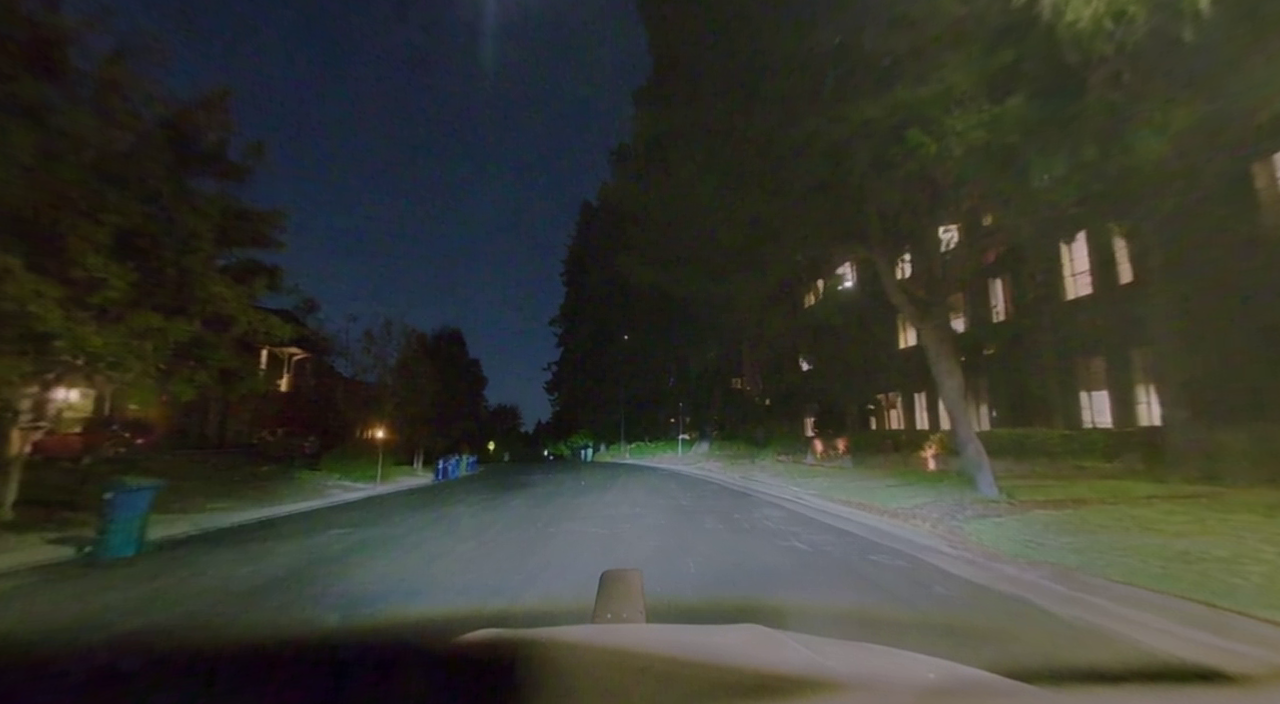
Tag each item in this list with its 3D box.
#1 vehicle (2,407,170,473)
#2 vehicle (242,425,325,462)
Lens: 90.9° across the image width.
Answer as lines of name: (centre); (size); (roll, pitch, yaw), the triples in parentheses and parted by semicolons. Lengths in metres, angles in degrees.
vehicle: (-18.011, 2.928, 20.847); (2.276, 1.948, 4.164); (2, -9, -12)
vehicle: (-20.060, 5.186, 35.801); (2.407, 1.912, 5.091); (1, -9, -9)
